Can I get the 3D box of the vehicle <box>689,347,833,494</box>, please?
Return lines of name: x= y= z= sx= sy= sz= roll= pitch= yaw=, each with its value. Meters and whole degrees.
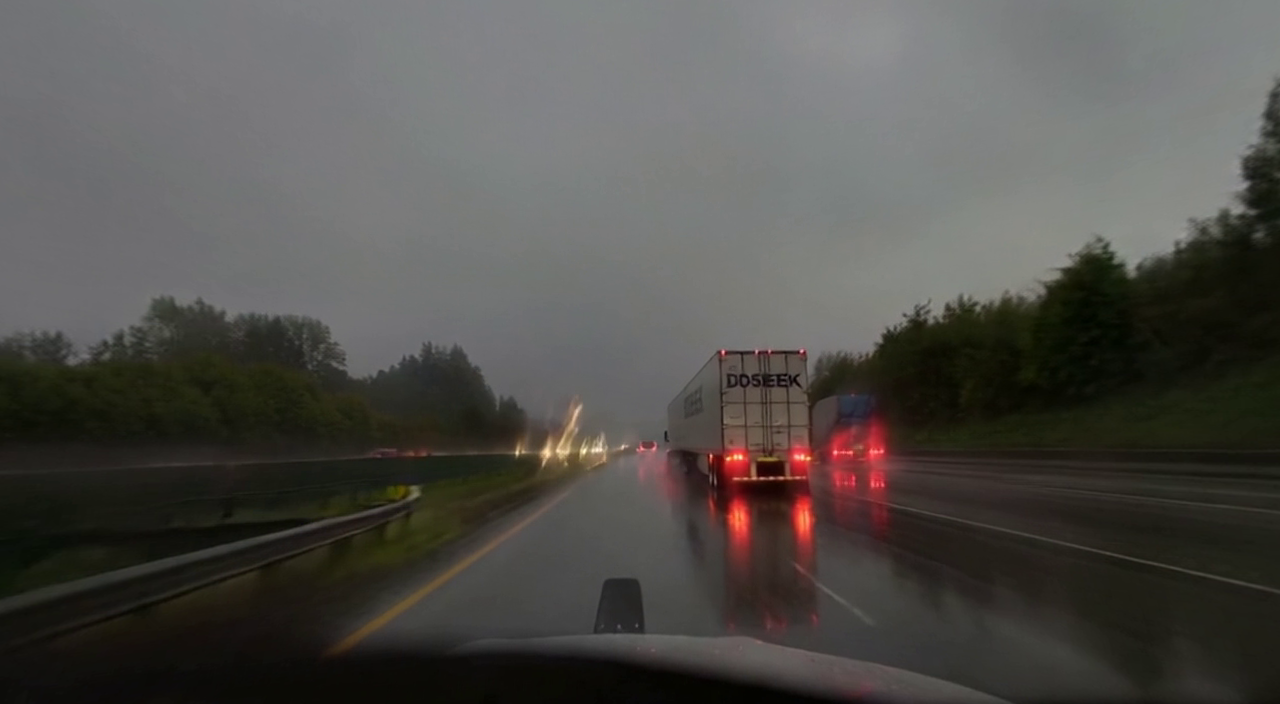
vehicle: x=3.655 y=2.581 z=21.949 sx=3.025 sy=4.010 sz=9.542 roll=0 pitch=-9 yaw=0
